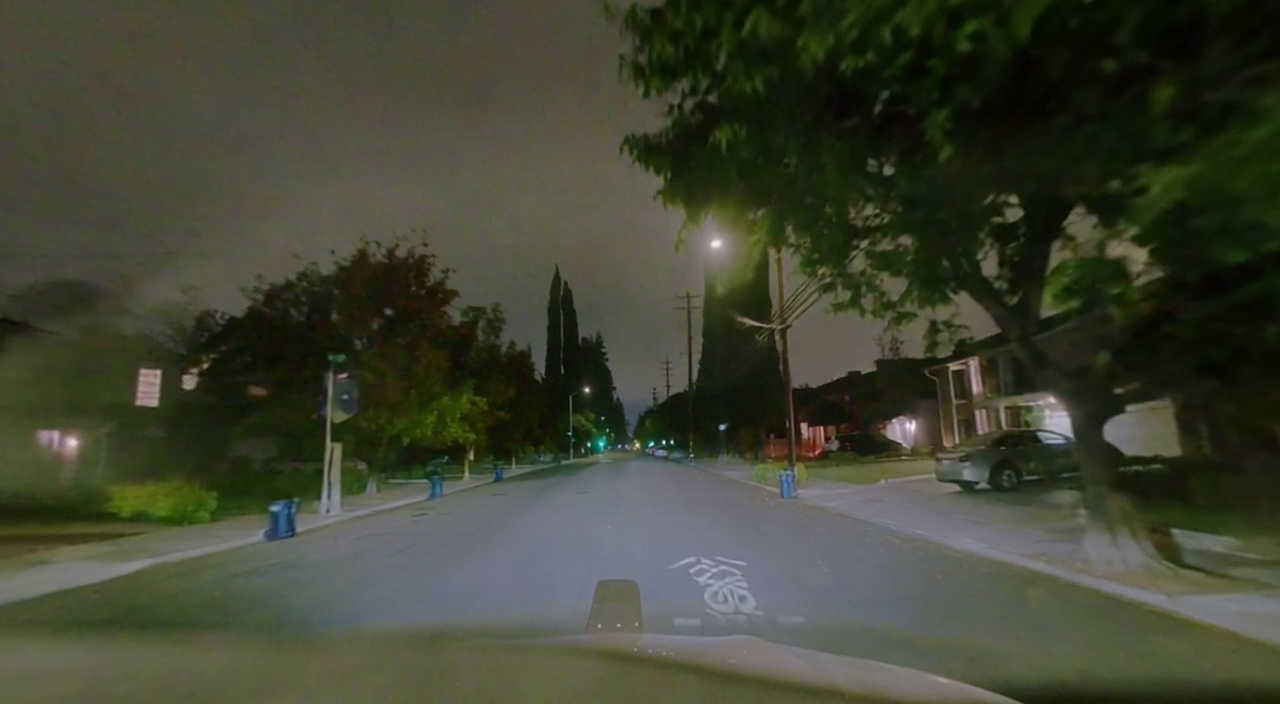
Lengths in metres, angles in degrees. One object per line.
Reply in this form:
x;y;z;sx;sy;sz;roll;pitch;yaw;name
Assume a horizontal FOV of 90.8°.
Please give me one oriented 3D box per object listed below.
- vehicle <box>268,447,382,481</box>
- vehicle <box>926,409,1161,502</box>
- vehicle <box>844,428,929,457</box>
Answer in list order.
-14.500;5.122;29.141;4.477;1.449;1.922;5;-10;-31;vehicle
10.273;2.656;16.320;4.697;1.604;1.838;-8;-8;-3;vehicle
15.765;5.832;40.592;4.562;1.832;1.987;0;-9;-2;vehicle
